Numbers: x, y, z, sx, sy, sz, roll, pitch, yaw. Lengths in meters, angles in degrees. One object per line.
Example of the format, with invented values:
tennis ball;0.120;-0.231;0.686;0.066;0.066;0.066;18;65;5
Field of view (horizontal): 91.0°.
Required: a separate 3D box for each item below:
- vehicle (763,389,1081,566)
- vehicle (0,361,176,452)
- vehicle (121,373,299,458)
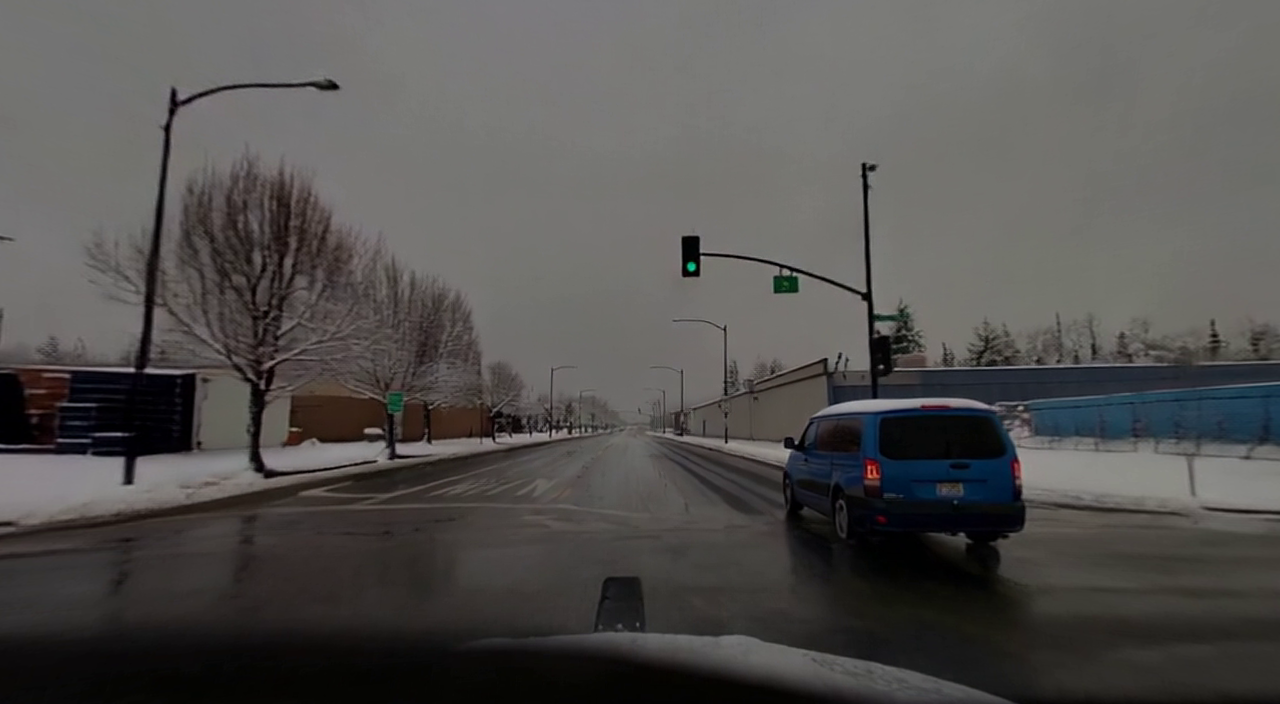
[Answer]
vehicle;3.426;1.629;9.039;2.202;1.822;4.826;1;-8;-2
vehicle;-27.408;2.733;30.421;2.943;3.741;9.094;1;-7;0
vehicle;-20.586;3.084;30.976;3.337;3.644;7.945;0;-5;-2
